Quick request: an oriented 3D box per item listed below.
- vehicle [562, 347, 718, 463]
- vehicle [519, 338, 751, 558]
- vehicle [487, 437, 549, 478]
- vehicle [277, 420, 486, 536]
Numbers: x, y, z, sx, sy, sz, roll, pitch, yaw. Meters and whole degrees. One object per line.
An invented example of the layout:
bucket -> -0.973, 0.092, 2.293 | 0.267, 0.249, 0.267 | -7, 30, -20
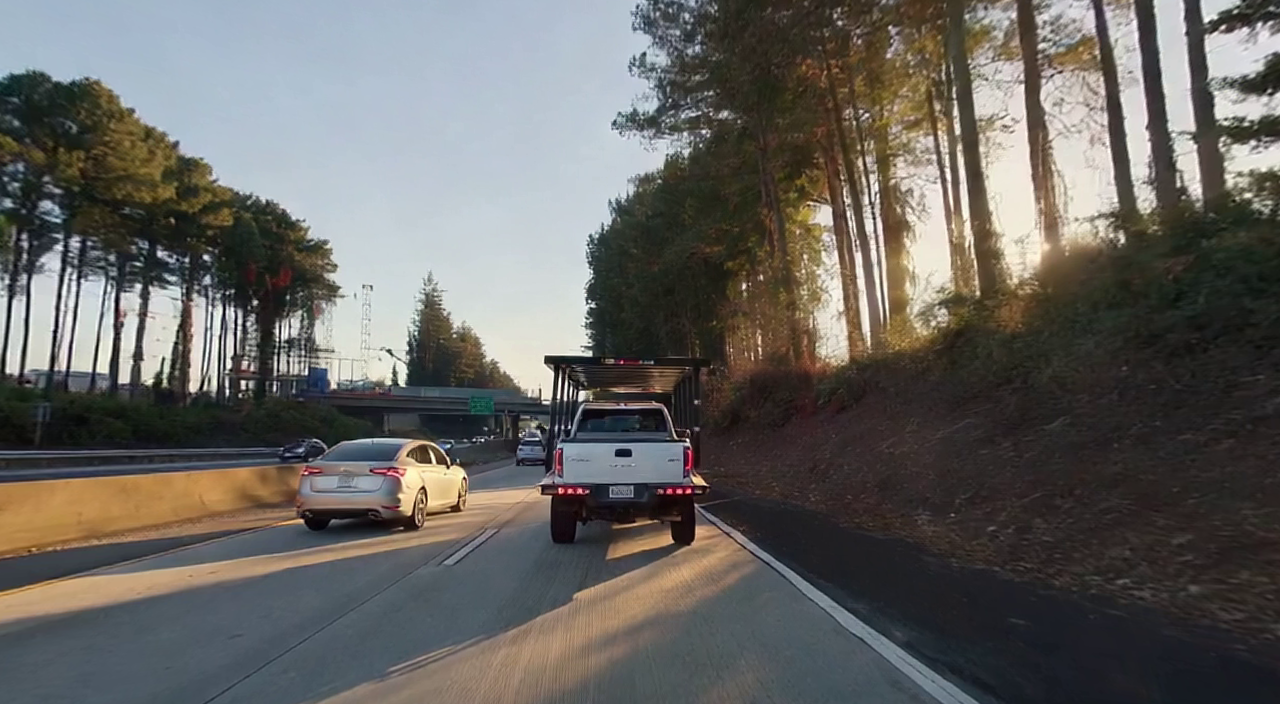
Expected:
vehicle -> -0.141, 1.080, 11.134 | 2.156, 1.604, 4.680 | 1, -9, -4
vehicle -> -0.320, 1.895, 12.768 | 2.735, 2.597, 10.435 | 0, -9, -3
vehicle -> -5.297, 4.639, 27.967 | 2.124, 1.651, 4.096 | 0, -9, -3
vehicle -> -4.340, 2.183, 11.578 | 2.057, 1.665, 4.572 | 0, -9, -3
